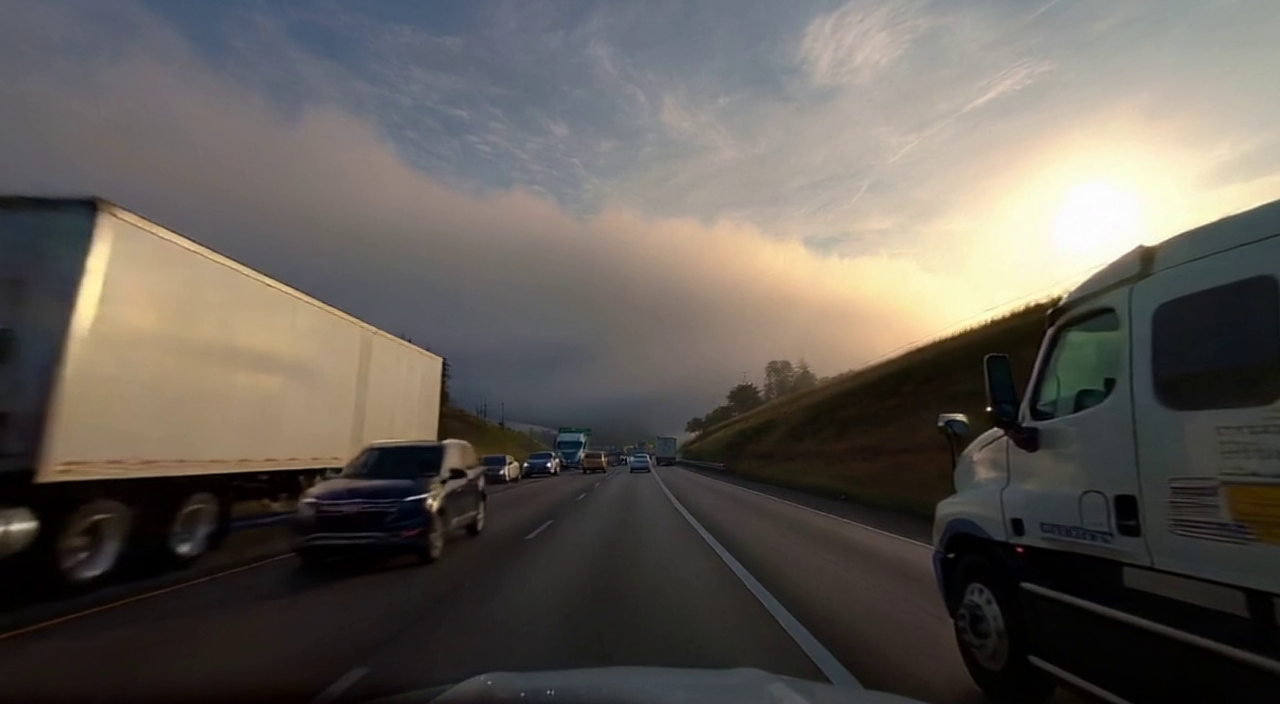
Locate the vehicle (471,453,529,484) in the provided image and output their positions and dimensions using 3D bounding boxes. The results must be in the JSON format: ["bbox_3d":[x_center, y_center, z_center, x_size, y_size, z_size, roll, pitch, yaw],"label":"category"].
[{"bbox_3d":[-7.178,5.982,32.809,1.997,1.453,4.497,0,-9,0],"label":"vehicle"}]

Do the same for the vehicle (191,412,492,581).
[{"bbox_3d":[-3.754,1.914,9.132,2.088,1.800,4.543,0,-9,0],"label":"vehicle"}]

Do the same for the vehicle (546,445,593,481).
[{"bbox_3d":[-3.847,6.127,35.074,2.127,1.806,4.243,0,-9,0],"label":"vehicle"}]

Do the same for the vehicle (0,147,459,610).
[{"bbox_3d":[-7.033,1.246,12.362,2.892,4.087,14.120,0,-9,0],"label":"vehicle"}]
